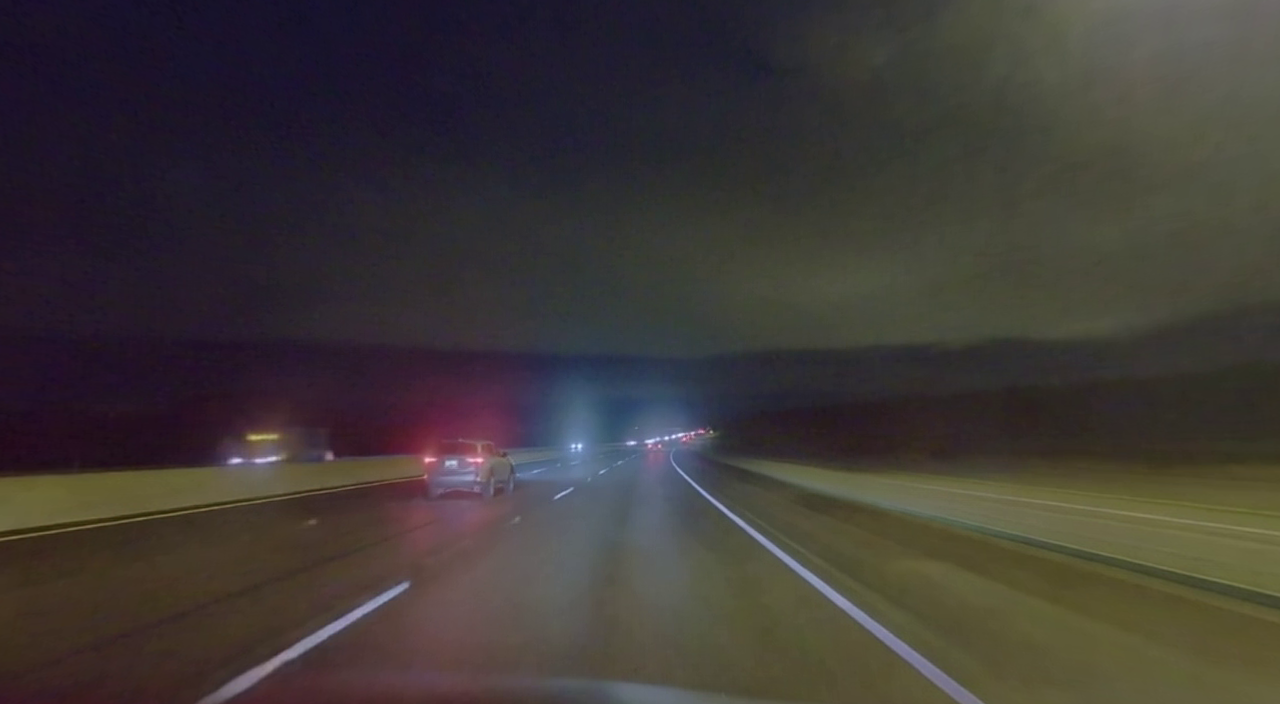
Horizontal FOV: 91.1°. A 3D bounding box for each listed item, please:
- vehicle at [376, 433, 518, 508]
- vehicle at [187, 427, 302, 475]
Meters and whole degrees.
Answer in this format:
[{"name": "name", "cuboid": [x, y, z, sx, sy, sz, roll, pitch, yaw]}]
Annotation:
[{"name": "vehicle", "cuboid": [-4.487, 2.841, 15.478, 1.961, 1.540, 4.487, -1, -9, 2]}, {"name": "vehicle", "cuboid": [-22.936, 5.806, 36.917, 2.243, 2.568, 6.614, -1, -9, 1]}]
